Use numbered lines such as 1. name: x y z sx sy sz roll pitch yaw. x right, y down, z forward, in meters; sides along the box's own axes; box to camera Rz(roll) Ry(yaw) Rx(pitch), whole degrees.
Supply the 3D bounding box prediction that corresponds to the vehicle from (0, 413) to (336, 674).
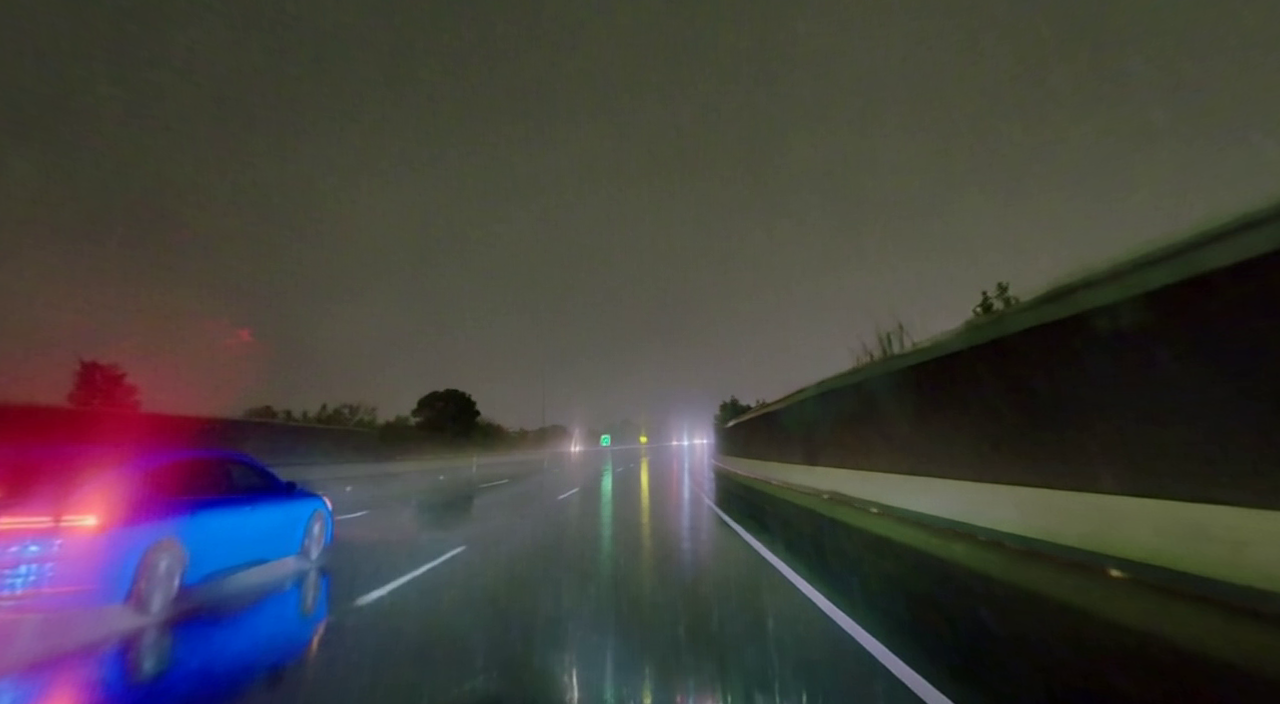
1. vehicle: -4.624 1.401 5.611 1.928 1.504 3.745 0 -9 0
